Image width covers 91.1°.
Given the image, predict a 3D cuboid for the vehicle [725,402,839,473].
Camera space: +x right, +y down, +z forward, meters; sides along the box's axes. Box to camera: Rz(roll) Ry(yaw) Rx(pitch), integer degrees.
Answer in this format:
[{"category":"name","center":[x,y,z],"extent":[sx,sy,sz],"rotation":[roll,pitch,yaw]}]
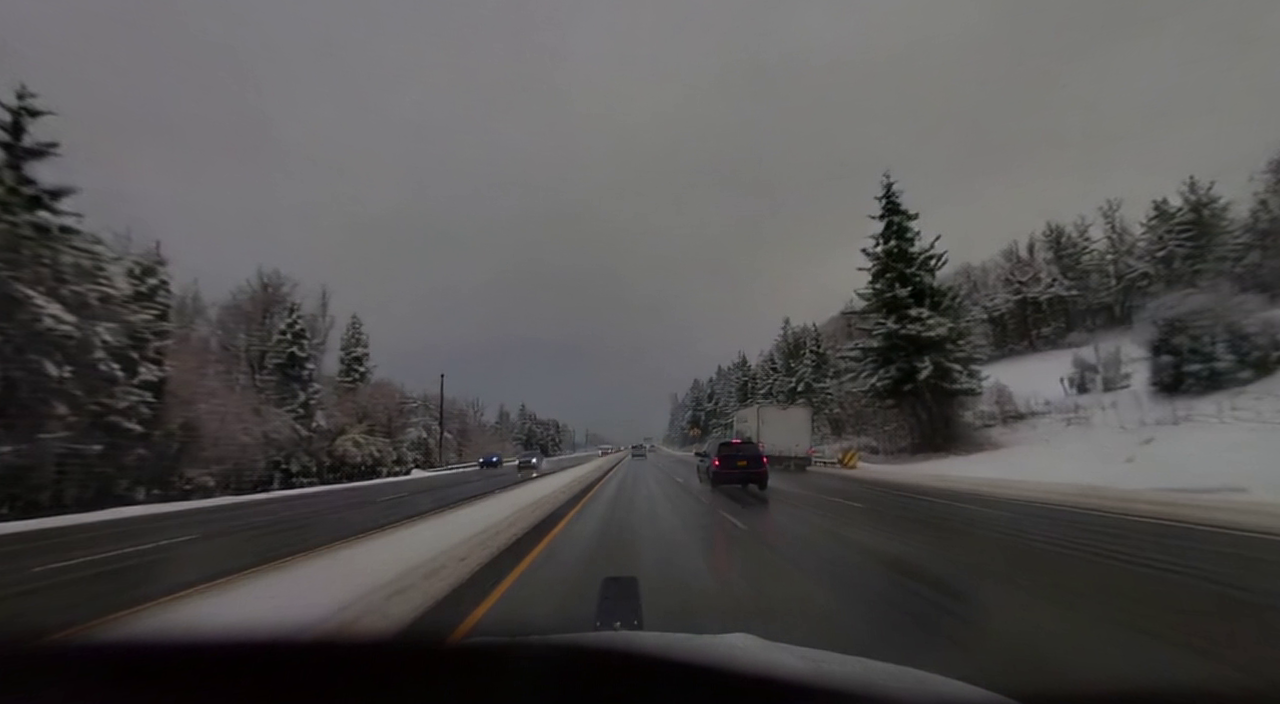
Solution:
[{"category":"vehicle","center":[7.031,4.615,33.129],"extent":[3.536,3.160,9.428],"rotation":[0,-9,-2]}]

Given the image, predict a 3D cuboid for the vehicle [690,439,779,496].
[{"category":"vehicle","center":[2.947,3.761,20.866],"extent":[2.123,1.620,4.959],"rotation":[0,-9,-1]}]
